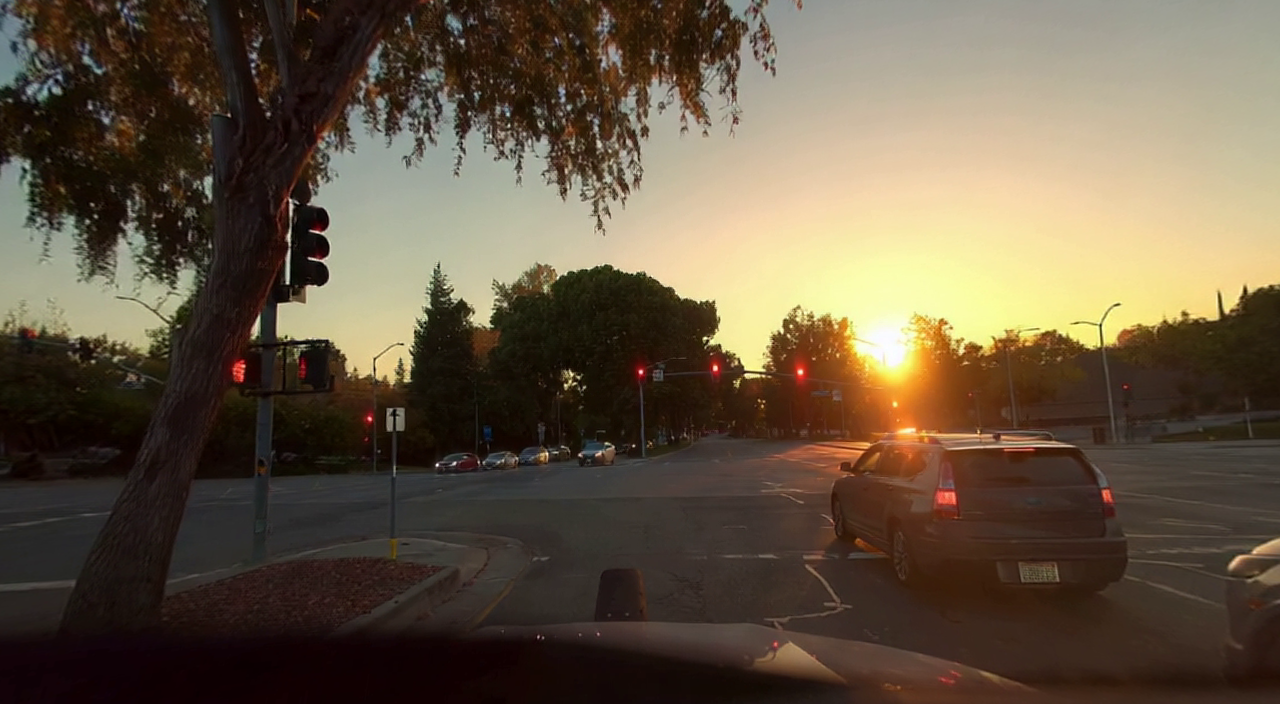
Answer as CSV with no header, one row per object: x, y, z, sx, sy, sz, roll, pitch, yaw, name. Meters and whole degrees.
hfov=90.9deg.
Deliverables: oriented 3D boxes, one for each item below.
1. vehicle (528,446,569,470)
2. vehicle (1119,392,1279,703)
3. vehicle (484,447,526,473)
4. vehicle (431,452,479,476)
-6.564,7.608,45.504,2.126,1.657,4.307,-1,-9,2,vehicle
3.058,0.619,0.410,1.978,1.468,4.544,0,-9,1,vehicle
-9.773,7.829,45.924,2.064,1.725,4.243,0,-9,1,vehicle
-13.395,8.109,45.975,2.101,1.637,4.304,0,-9,1,vehicle
